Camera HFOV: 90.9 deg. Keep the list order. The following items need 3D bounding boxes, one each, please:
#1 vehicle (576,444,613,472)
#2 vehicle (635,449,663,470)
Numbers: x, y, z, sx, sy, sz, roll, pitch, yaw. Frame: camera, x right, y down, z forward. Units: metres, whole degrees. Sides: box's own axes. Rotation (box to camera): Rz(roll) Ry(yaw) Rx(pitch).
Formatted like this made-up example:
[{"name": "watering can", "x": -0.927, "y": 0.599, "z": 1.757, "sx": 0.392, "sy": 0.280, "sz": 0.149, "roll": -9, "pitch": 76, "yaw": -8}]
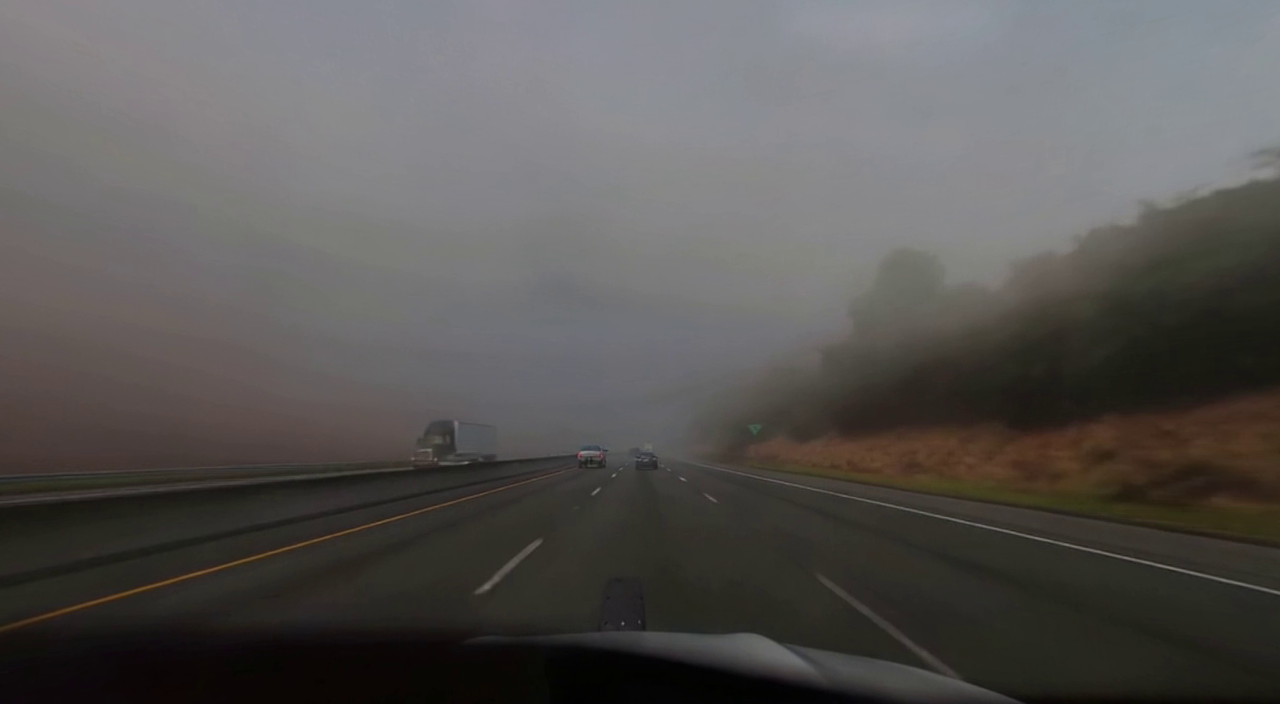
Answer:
[{"name": "vehicle", "x": -3.056, "y": 7.252, "z": 43.263, "sx": 2.143, "sy": 1.770, "sz": 4.283, "roll": 0, "pitch": -9, "yaw": 1}, {"name": "vehicle", "x": 0.696, "y": 8.207, "z": 48.141, "sx": 2.036, "sy": 1.519, "sz": 4.225, "roll": 0, "pitch": -9, "yaw": 0}]
